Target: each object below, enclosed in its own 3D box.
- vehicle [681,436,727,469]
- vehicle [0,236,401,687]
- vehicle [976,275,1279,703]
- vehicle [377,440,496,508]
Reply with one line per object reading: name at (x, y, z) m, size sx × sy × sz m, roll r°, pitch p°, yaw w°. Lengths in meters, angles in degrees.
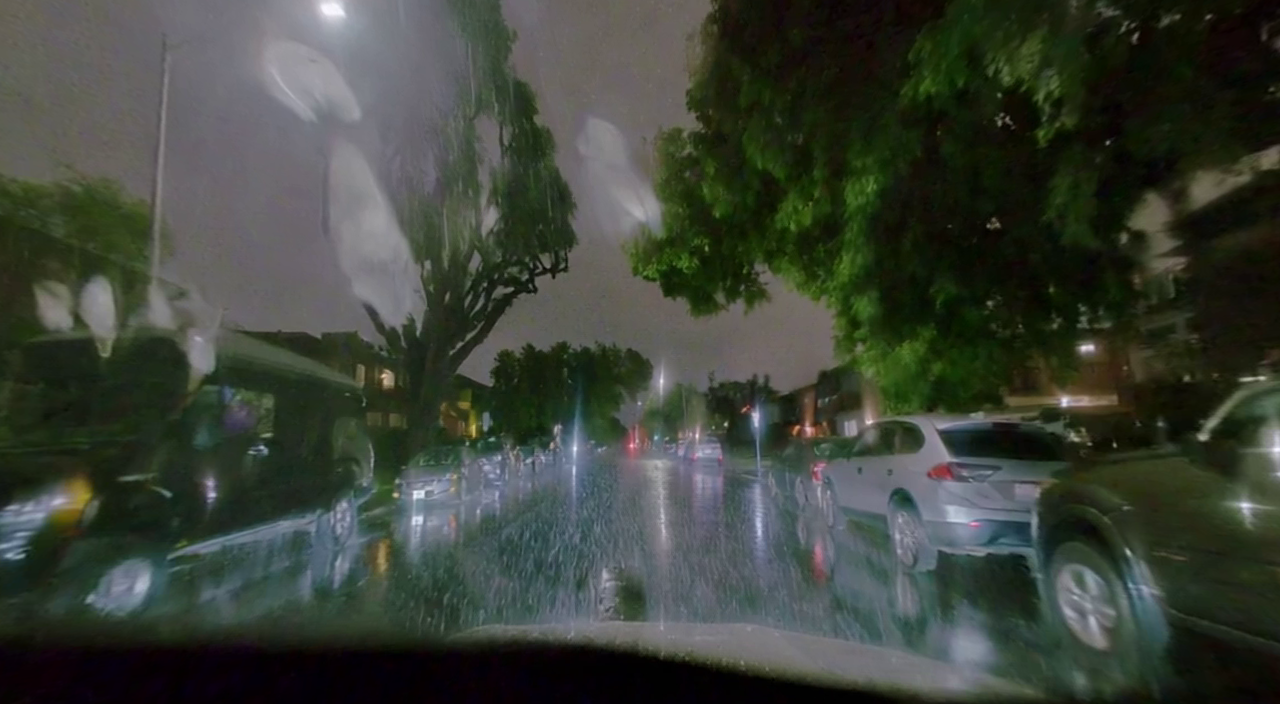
vehicle at (3.486, 5.584, 35.365) m, size 1.994 × 1.710 × 4.699 m, roll 0°, pitch -8°, yaw -1°
vehicle at (-4.959, 1.071, 6.827) m, size 2.330 × 2.676 × 6.346 m, roll 0°, pitch -8°, yaw -1°
vehicle at (3.644, 0.609, 1.866) m, size 2.251 × 1.979 × 5.223 m, roll 0°, pitch -8°, yaw -2°
vehicle at (-4.995, 3.020, 16.195) m, size 1.901 × 1.486 × 4.422 m, roll 1°, pitch -8°, yaw -5°
